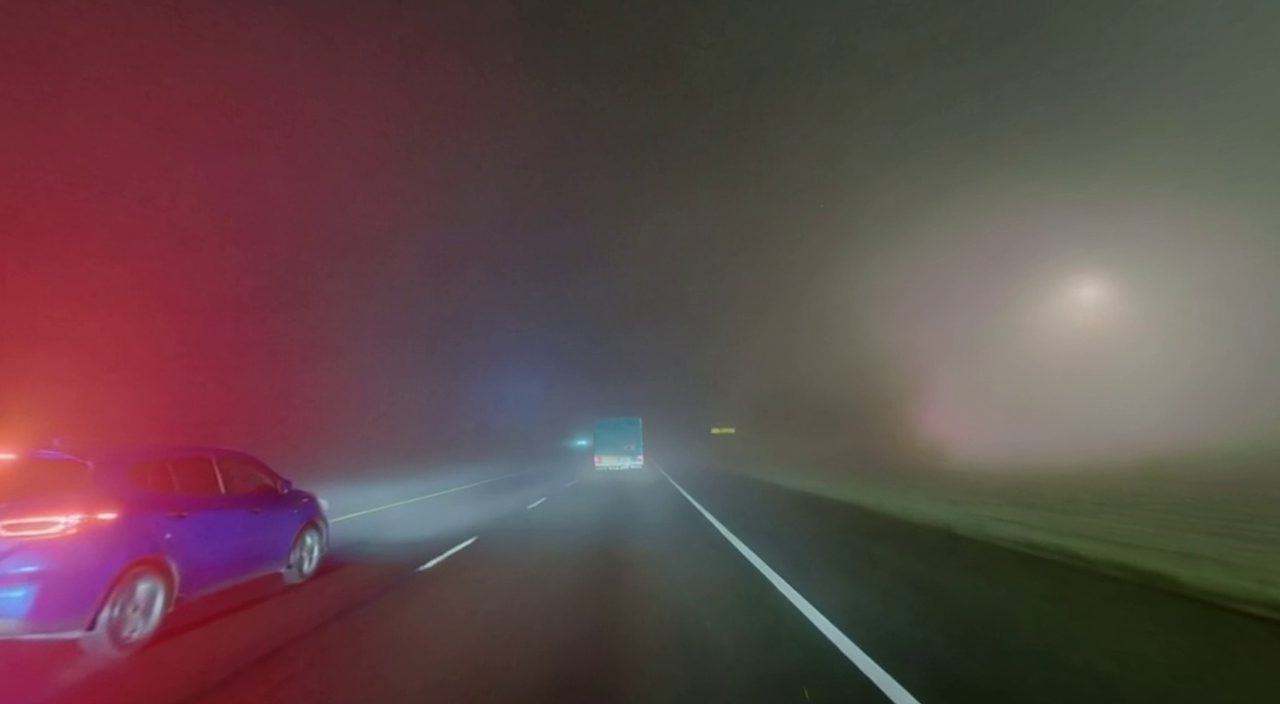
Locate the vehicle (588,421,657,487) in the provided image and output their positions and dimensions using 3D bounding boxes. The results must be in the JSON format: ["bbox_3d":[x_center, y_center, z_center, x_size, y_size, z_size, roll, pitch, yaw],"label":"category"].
[{"bbox_3d":[-0.584,3.701,23.065,2.248,2.154,4.892,0,-9,0],"label":"vehicle"}]

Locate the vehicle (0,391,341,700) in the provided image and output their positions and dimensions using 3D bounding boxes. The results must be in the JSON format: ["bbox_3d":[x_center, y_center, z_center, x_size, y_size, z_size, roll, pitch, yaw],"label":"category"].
[{"bbox_3d":[-4.596,1.306,5.118,2.198,1.666,4.311,0,-9,0],"label":"vehicle"}]
